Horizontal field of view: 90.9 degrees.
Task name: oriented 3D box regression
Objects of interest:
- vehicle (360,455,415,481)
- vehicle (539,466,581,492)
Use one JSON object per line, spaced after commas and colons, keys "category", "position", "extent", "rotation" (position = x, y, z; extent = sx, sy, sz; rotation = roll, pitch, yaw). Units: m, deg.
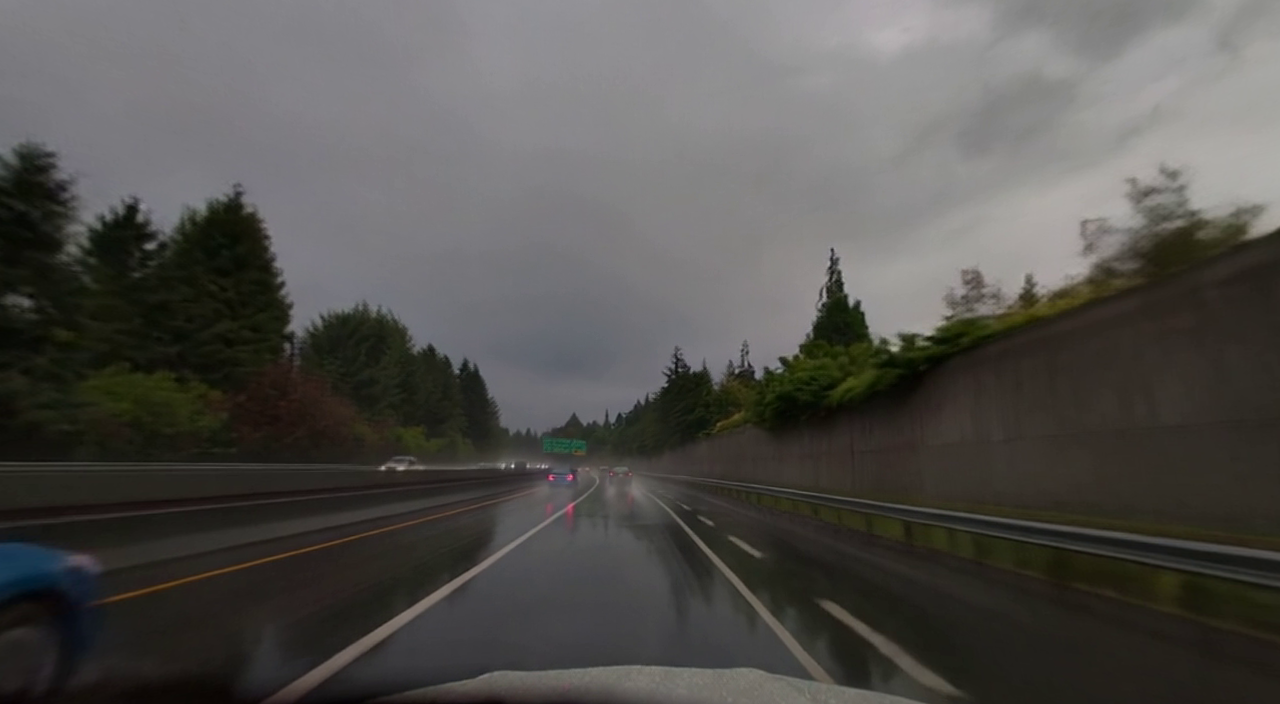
{"category": "vehicle", "position": [-17.455, 8.093, 43.841], "extent": [1.962, 1.692, 4.541], "rotation": [1, -11, -1]}
{"category": "vehicle", "position": [-5.136, 8.215, 40.934], "extent": [2.310, 1.521, 4.731], "rotation": [1, -11, -3]}
